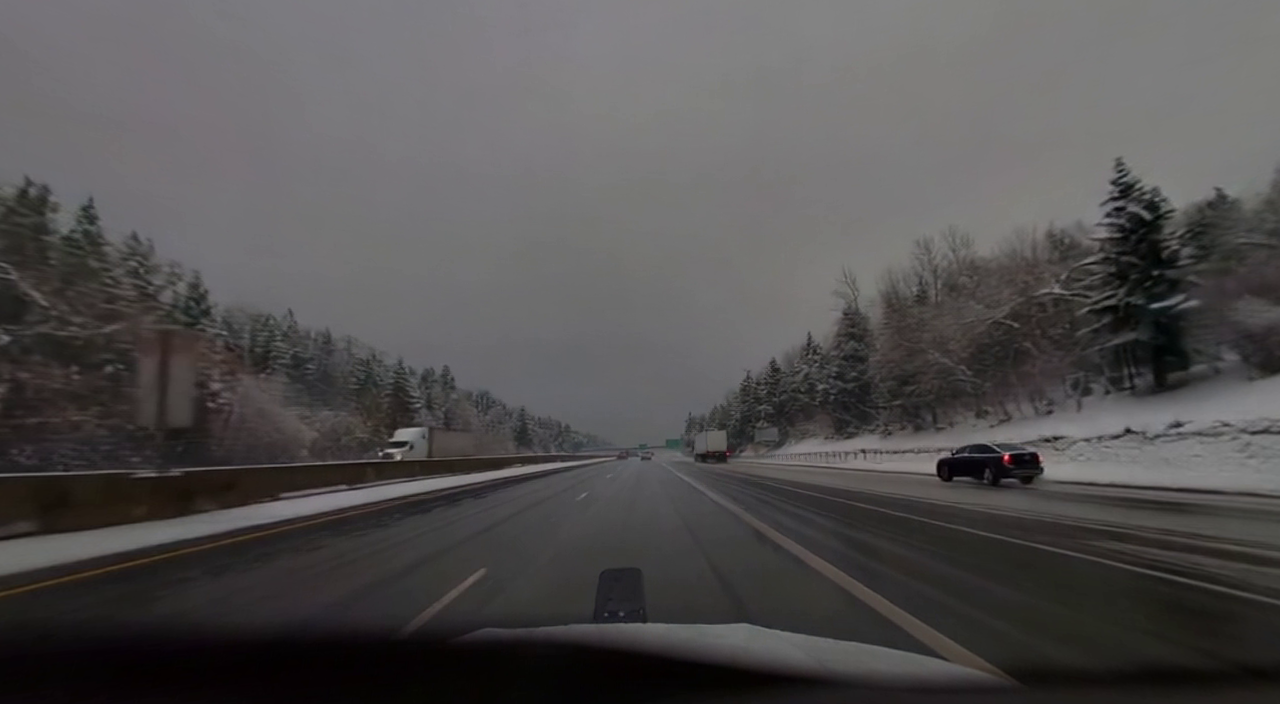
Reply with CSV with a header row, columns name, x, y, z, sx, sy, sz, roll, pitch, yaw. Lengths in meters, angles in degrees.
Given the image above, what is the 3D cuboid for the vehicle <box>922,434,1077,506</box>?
name,x,y,z,sx,sy,sz,roll,pitch,yaw
vehicle,10.157,3.340,18.200,2.038,1.823,3.744,1,-9,-4

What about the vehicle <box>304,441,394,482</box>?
name,x,y,z,sx,sy,sz,roll,pitch,yaw
vehicle,-16.113,6.099,35.245,2.541,2.093,4.941,0,-9,1

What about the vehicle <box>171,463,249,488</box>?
name,x,y,z,sx,sy,sz,roll,pitch,yaw
vehicle,-27.989,8.043,41.220,2.002,1.460,4.306,0,-9,1
